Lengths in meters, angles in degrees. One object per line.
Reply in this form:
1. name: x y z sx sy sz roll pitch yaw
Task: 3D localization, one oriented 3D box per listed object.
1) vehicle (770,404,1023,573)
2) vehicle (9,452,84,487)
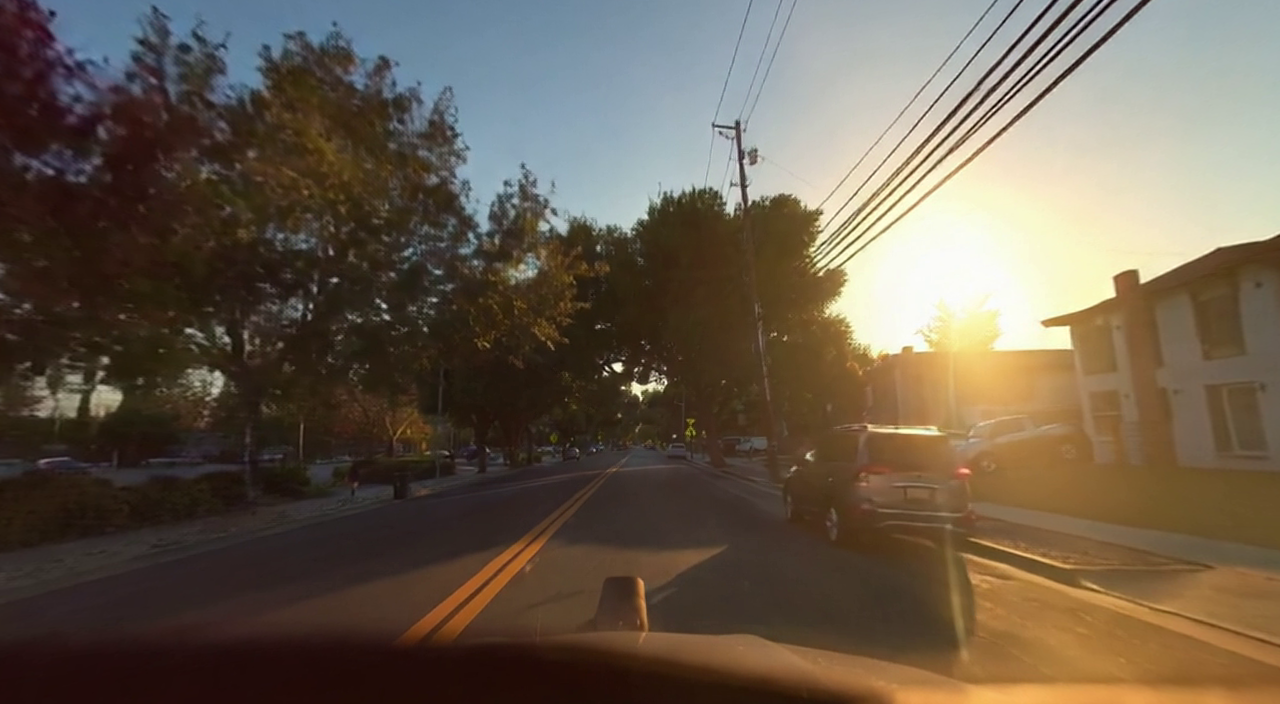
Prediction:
1. vehicle: 3.429 1.873 9.439 1.949 1.807 4.224 4 -8 -1
2. vehicle: -29.110 5.686 30.931 4.558 1.495 1.925 -7 -10 38
